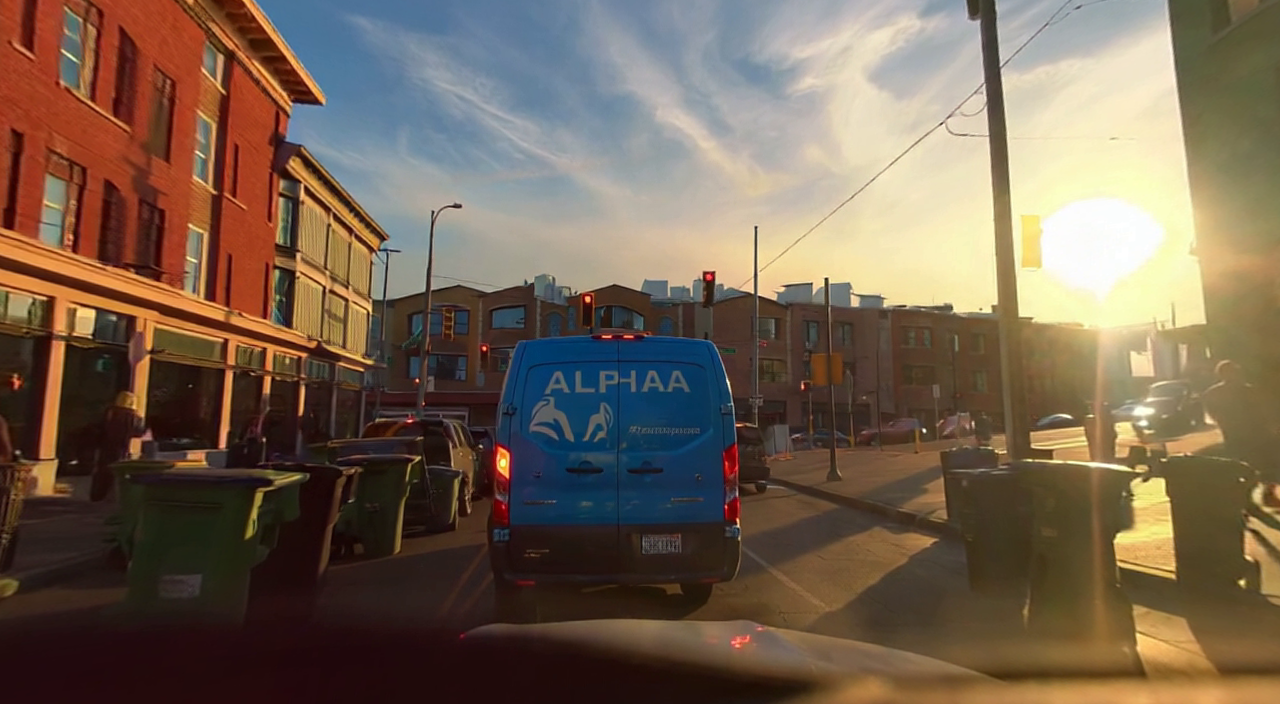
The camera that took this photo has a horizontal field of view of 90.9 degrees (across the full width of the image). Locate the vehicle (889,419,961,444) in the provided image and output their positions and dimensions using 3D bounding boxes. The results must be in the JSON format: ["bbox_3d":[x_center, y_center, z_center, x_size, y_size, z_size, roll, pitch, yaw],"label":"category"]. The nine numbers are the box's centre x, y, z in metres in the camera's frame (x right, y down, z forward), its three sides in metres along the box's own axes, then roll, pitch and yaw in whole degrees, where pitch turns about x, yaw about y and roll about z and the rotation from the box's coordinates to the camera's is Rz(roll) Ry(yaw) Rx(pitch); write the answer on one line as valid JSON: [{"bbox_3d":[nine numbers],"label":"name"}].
[{"bbox_3d":[16.107,4.503,35.652,3.381,1.391,1.529,1,-8,-10],"label":"vehicle"}]

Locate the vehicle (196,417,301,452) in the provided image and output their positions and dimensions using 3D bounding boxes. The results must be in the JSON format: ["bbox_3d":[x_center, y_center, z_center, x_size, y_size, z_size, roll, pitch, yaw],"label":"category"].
[{"bbox_3d":[-18.293,3.864,29.566,3.713,1.571,1.751,1,-8,-11],"label":"vehicle"}]

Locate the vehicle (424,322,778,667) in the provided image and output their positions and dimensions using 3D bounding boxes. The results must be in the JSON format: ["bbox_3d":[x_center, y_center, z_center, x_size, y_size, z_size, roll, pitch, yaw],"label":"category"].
[{"bbox_3d":[-0.321,1.061,5.712,1.951,1.907,4.266,0,-8,-3],"label":"vehicle"}]

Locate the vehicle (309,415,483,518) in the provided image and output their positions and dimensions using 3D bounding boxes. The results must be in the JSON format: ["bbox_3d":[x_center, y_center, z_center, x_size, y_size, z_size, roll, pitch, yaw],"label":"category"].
[{"bbox_3d":[-3.956,1.889,10.863,1.841,1.461,3.426,1,-8,-5],"label":"vehicle"}]
